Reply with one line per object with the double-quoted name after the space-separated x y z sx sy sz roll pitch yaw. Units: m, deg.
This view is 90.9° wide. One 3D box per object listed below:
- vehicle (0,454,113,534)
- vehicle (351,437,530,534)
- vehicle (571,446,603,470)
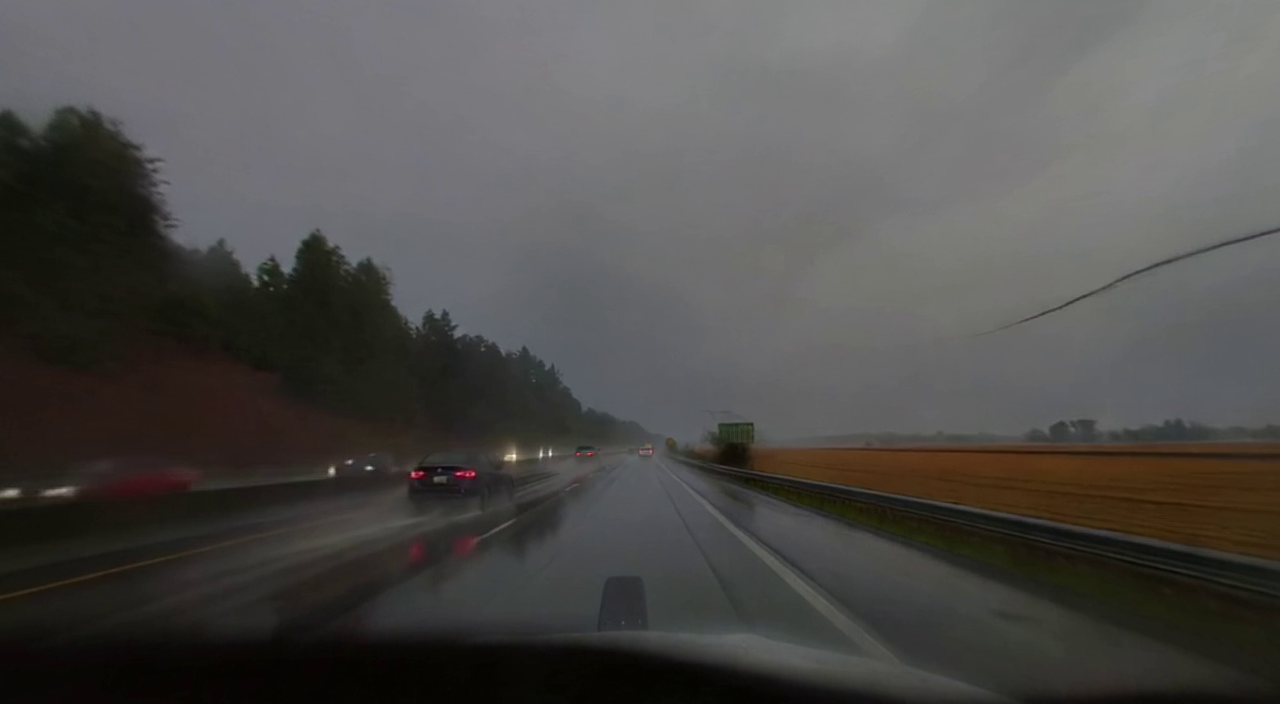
-12.709 2.679 11.955 1.887 1.427 4.057 0 -9 0 "vehicle"
-3.453 2.393 11.851 1.970 1.483 4.097 0 -9 1 "vehicle"
-3.969 8.021 47.902 2.095 1.664 4.305 0 -9 0 "vehicle"
